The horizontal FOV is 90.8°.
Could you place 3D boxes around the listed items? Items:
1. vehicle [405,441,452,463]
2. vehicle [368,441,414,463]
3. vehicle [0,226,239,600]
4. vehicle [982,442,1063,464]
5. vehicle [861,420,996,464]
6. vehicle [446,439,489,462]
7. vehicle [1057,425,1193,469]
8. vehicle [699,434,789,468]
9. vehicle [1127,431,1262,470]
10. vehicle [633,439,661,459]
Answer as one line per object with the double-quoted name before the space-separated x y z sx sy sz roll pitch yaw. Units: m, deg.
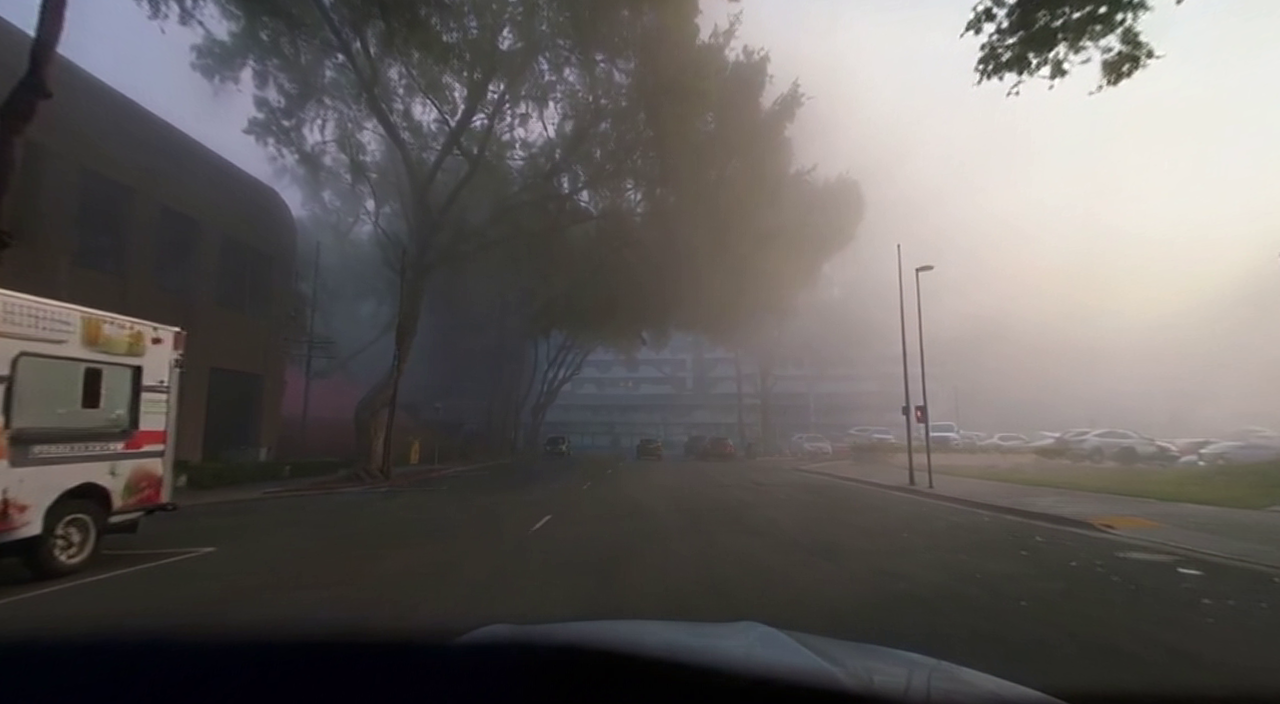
"vehicle" -16.270 7.701 48.716 1.850 1.531 4.256 0 -7 5
"vehicle" -19.286 7.791 49.117 1.880 1.617 3.870 -1 -8 2
"vehicle" -7.050 0.496 5.156 2.968 3.222 7.036 -1 -8 -1
"vehicle" 27.088 7.150 44.829 4.558 1.452 1.790 0 -8 0
"vehicle" 14.191 4.442 31.351 5.540 2.045 2.259 0 -8 -1
"vehicle" -13.401 7.644 49.350 1.888 1.657 4.138 0 -7 5
"vehicle" 26.260 5.176 34.339 5.596 2.168 2.307 2 -8 -3
"vehicle" 5.679 5.380 34.376 4.626 1.723 1.939 5 -10 -32
"vehicle" 27.023 4.818 30.923 4.591 1.808 2.016 0 -9 1
"vehicle" 0.491 7.563 49.417 2.046 1.445 4.001 0 -8 -2
